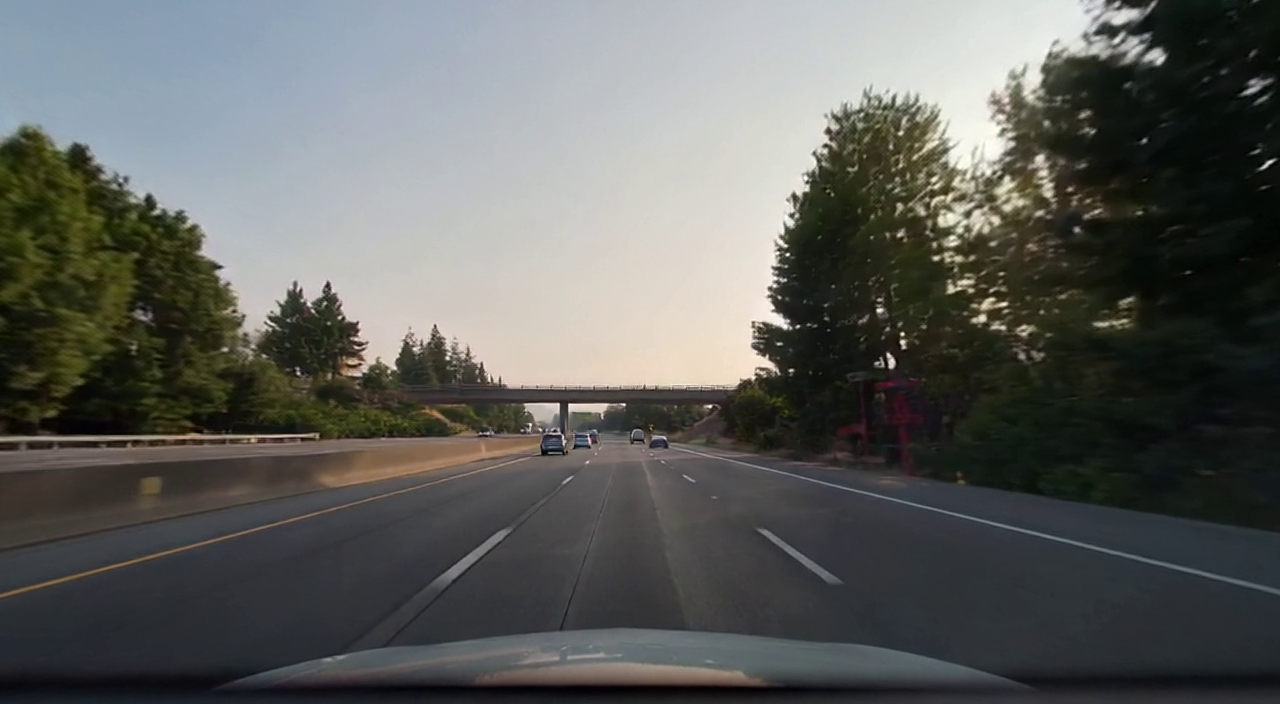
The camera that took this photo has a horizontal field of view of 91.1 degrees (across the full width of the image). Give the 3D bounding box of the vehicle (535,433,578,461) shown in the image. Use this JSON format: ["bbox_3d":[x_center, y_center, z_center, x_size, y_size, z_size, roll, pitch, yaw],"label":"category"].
[{"bbox_3d":[-4.574,5.222,34.751,1.966,1.460,3.519,0,-8,-1],"label":"vehicle"}]
